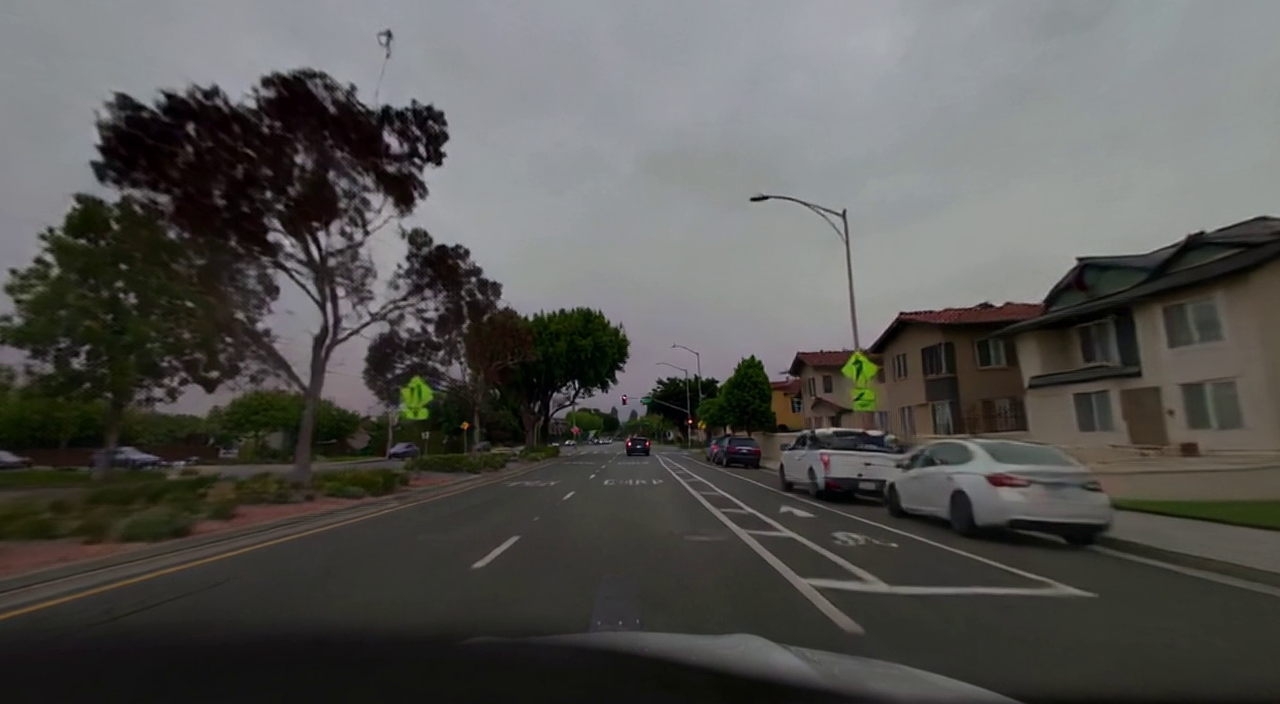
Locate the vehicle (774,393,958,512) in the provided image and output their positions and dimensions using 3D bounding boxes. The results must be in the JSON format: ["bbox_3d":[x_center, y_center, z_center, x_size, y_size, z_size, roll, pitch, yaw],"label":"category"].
[{"bbox_3d":[5.455,2.603,16.598,2.324,2.468,6.422,1,-9,-1],"label":"vehicle"}]

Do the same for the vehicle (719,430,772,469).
[{"bbox_3d":[5.573,5.174,33.885,2.008,1.930,4.919,0,-8,1],"label":"vehicle"}]

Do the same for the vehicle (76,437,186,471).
[{"bbox_3d":[-36.553,7.312,45.456,5.817,2.386,2.307,0,-9,0],"label":"vehicle"}]

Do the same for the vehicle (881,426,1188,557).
[{"bbox_3d":[5.743,2.072,10.119,1.940,1.584,4.553,0,-9,0],"label":"vehicle"}]
